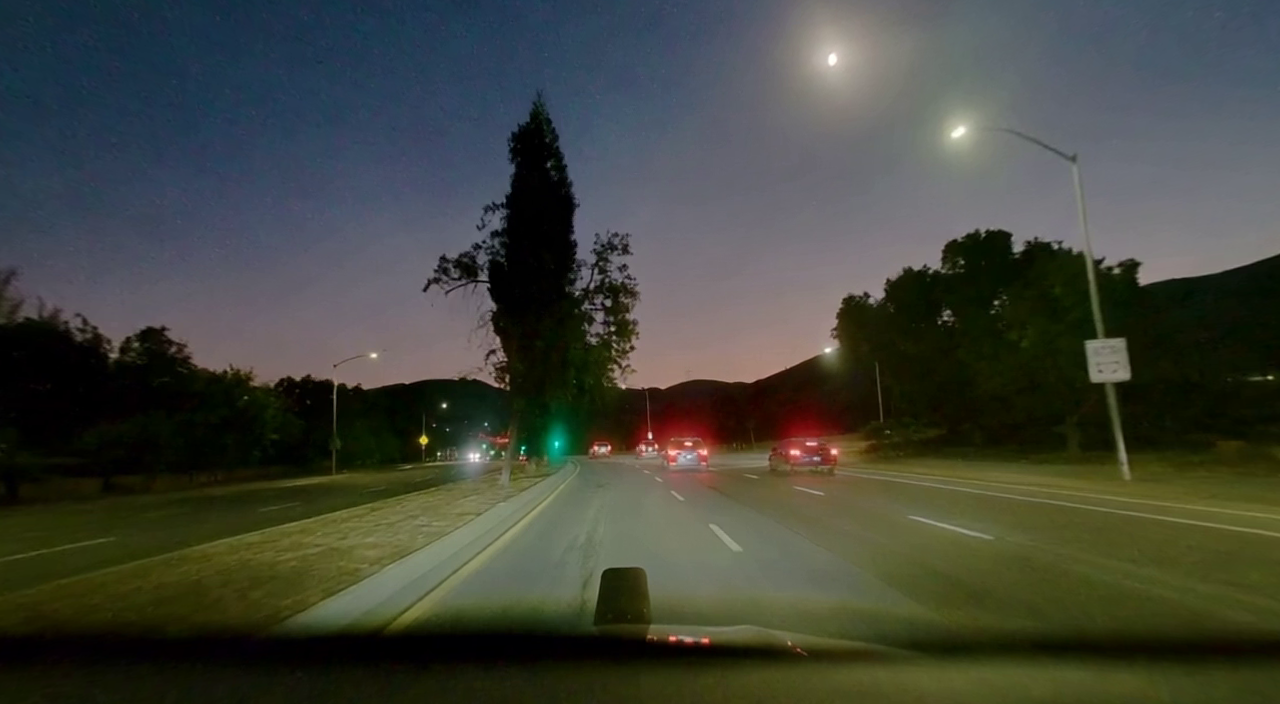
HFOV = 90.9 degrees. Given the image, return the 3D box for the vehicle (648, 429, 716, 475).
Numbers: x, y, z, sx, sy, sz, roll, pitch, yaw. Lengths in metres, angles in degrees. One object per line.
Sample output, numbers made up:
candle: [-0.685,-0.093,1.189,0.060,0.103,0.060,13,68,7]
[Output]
vehicle: [1.638,4.146,26.325,2.253,1.756,4.313,0,-8,-4]
